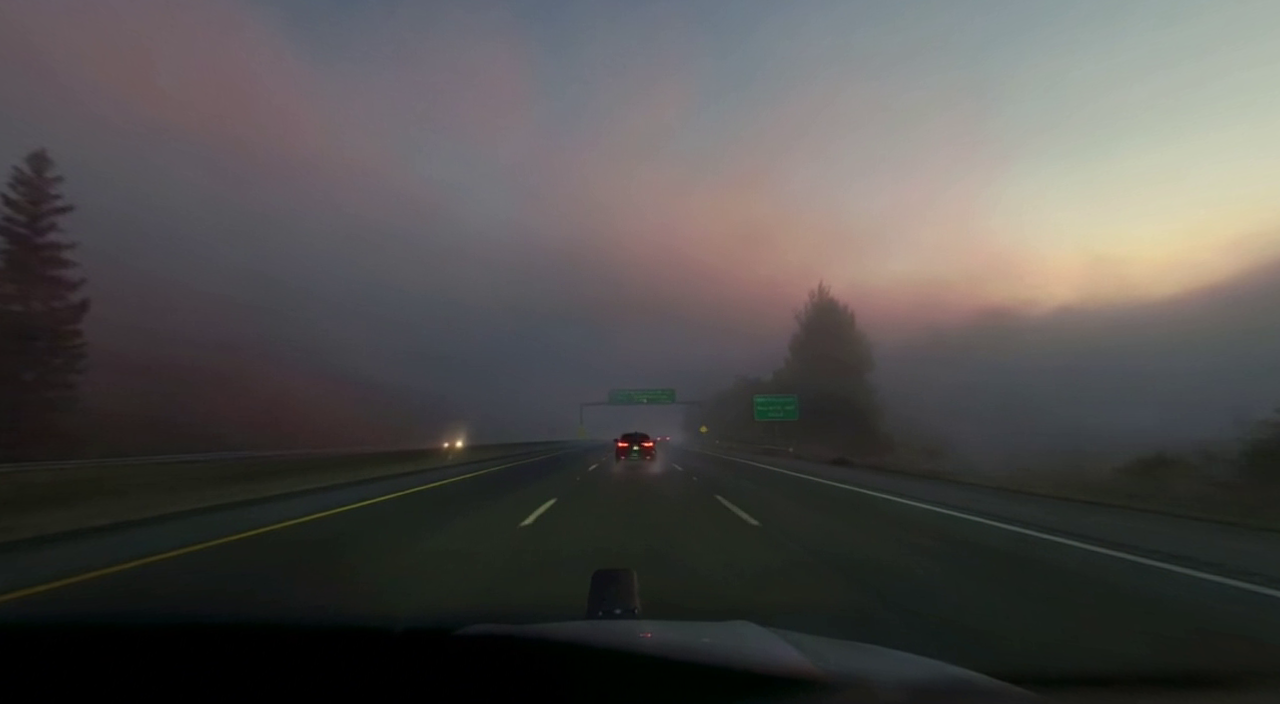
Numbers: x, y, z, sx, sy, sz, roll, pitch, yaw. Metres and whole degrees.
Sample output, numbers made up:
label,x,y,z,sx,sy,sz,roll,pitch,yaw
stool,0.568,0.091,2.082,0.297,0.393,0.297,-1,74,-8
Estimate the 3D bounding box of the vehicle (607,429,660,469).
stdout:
label,x,y,z,sx,sy,sz,roll,pitch,yaw
vehicle,-0.307,4.127,27.015,2.094,1.600,3.666,0,-8,-1
